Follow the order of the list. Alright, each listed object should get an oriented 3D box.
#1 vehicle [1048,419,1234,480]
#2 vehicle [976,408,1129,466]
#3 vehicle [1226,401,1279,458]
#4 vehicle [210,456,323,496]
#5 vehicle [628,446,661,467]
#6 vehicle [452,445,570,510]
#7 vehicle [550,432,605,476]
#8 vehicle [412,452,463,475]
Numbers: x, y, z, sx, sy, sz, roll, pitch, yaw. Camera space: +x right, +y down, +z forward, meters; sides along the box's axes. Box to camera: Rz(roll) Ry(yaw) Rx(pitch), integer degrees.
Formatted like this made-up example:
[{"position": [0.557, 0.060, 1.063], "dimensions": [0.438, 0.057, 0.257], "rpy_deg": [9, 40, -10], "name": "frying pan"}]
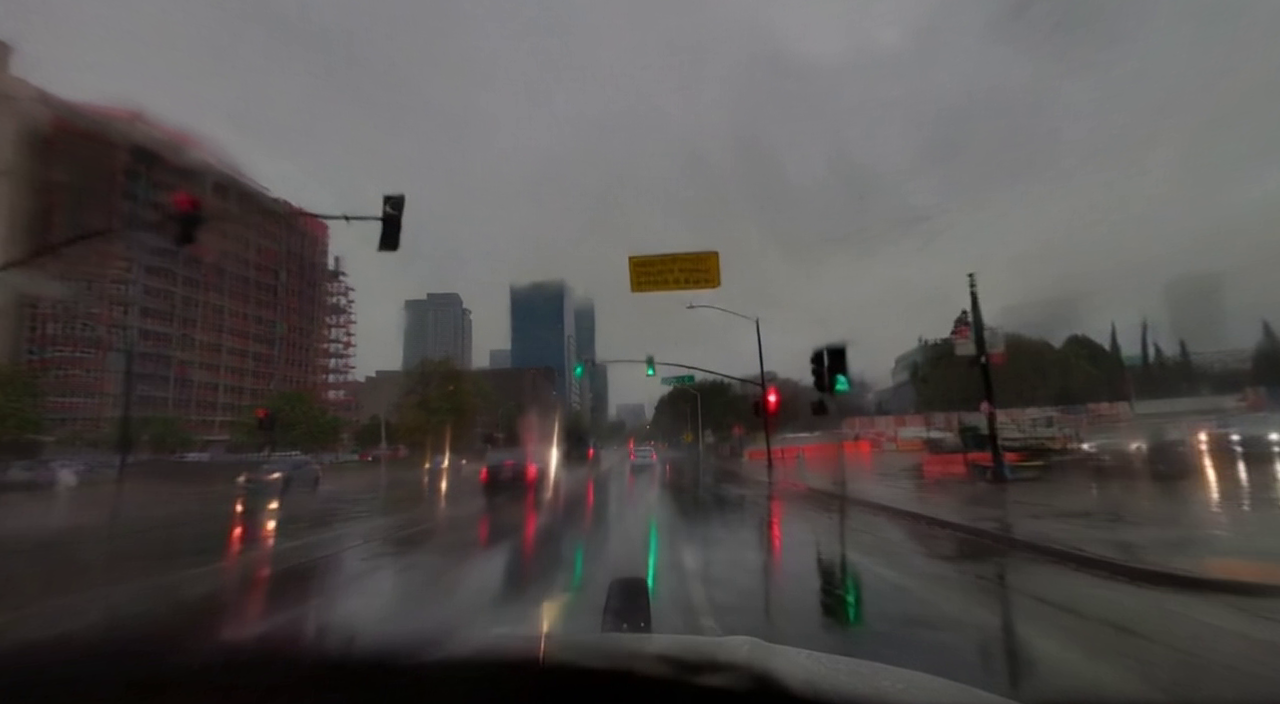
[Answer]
[{"position": [13.316, 2.546, 16.805], "dimensions": [4.061, 1.465, 1.803], "rpy_deg": [2, -8, -17], "name": "vehicle"}, {"position": [12.058, 2.504, 18.505], "dimensions": [3.500, 1.563, 1.871], "rpy_deg": [2, -9, -19], "name": "vehicle"}, {"position": [23.521, 2.920, 23.400], "dimensions": [2.304, 1.936, 5.023], "rpy_deg": [-8, -11, 41], "name": "vehicle"}, {"position": [-15.101, 5.011, 25.819], "dimensions": [1.879, 1.450, 4.279], "rpy_deg": [-1, -9, 2], "name": "vehicle"}, {"position": [0.347, 7.383, 44.708], "dimensions": [2.171, 1.422, 4.146], "rpy_deg": [0, -9, 1], "name": "vehicle"}, {"position": [-3.094, 3.117, 16.171], "dimensions": [1.959, 1.406, 4.527], "rpy_deg": [-1, -9, 2], "name": "vehicle"}, {"position": [-3.134, 5.241, 32.608], "dimensions": [2.240, 2.054, 4.662], "rpy_deg": [-1, -9, 2], "name": "vehicle"}, {"position": [-14.237, 7.835, 44.617], "dimensions": [1.935, 1.481, 4.702], "rpy_deg": [-1, -9, 2], "name": "vehicle"}]
